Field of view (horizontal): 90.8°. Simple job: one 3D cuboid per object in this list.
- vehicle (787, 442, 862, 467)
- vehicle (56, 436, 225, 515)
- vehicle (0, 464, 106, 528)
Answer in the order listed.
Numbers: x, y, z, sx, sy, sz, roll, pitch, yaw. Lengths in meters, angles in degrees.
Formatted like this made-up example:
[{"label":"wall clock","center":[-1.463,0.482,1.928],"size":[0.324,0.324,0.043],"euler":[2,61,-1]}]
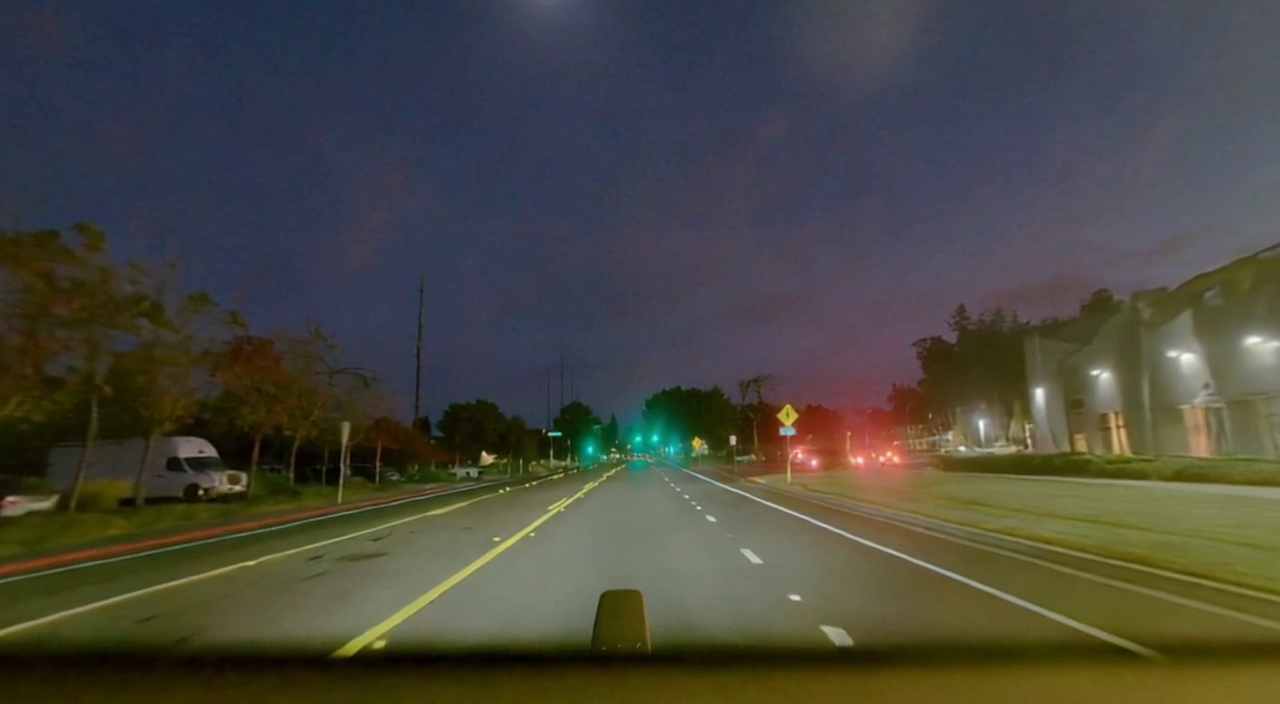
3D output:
[{"label":"vehicle","center":[12.904,7.195,44.266],"size":[4.632,1.701,1.975],"euler":[-5,-11,27]},{"label":"vehicle","center":[-19.454,4.732,24.605],"size":[5.971,2.749,2.293],"euler":[-4,-10,22]},{"label":"vehicle","center":[-19.142,4.336,19.488],"size":[4.686,1.716,2.017],"euler":[-4,-11,23]}]
